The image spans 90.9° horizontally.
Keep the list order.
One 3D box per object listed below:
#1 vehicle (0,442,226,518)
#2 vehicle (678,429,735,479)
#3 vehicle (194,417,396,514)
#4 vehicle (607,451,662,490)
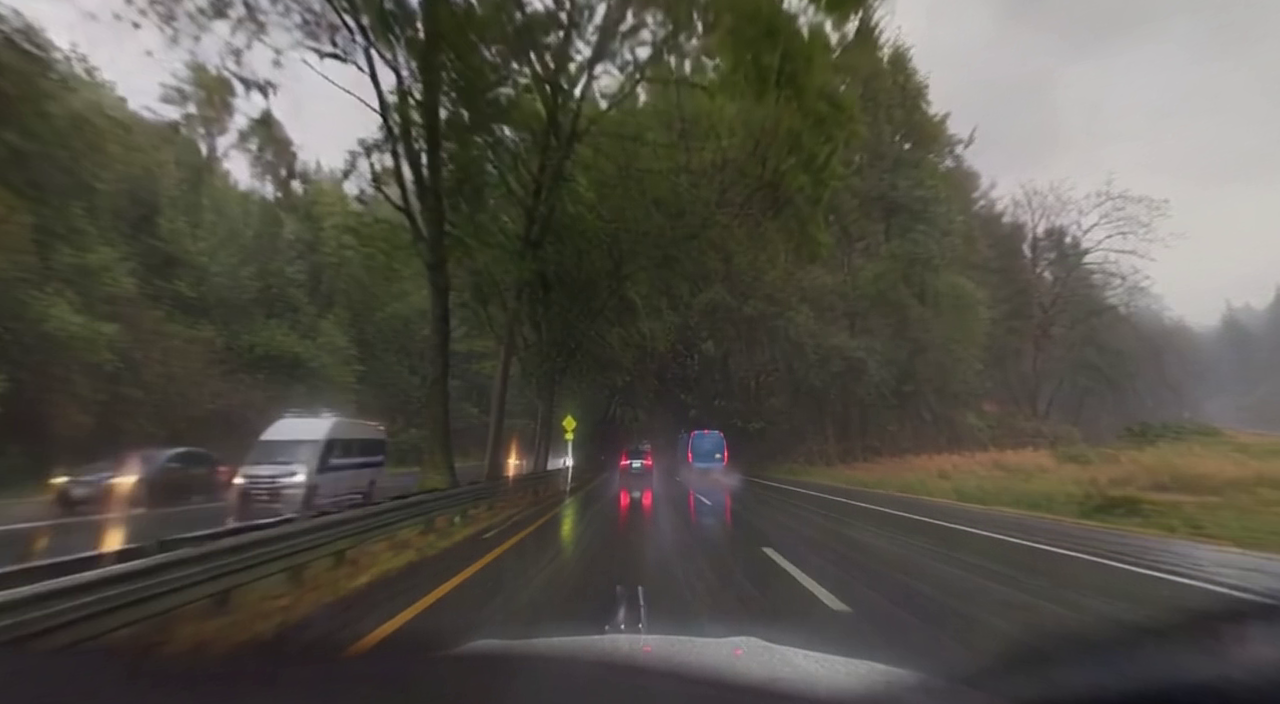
[{"bbox_3d":[-11.484,2.778,14.157,1.752,1.442,3.808,0,-9,0],"label":"vehicle"},{"bbox_3d":[3.726,5.869,36.427,2.513,2.633,5.930,0,-9,-1],"label":"vehicle"},{"bbox_3d":[-7.768,2.627,14.964,2.023,1.871,4.993,0,-9,-1],"label":"vehicle"},{"bbox_3d":[-0.201,4.722,25.501,2.037,1.417,3.885,0,-9,0],"label":"vehicle"}]
